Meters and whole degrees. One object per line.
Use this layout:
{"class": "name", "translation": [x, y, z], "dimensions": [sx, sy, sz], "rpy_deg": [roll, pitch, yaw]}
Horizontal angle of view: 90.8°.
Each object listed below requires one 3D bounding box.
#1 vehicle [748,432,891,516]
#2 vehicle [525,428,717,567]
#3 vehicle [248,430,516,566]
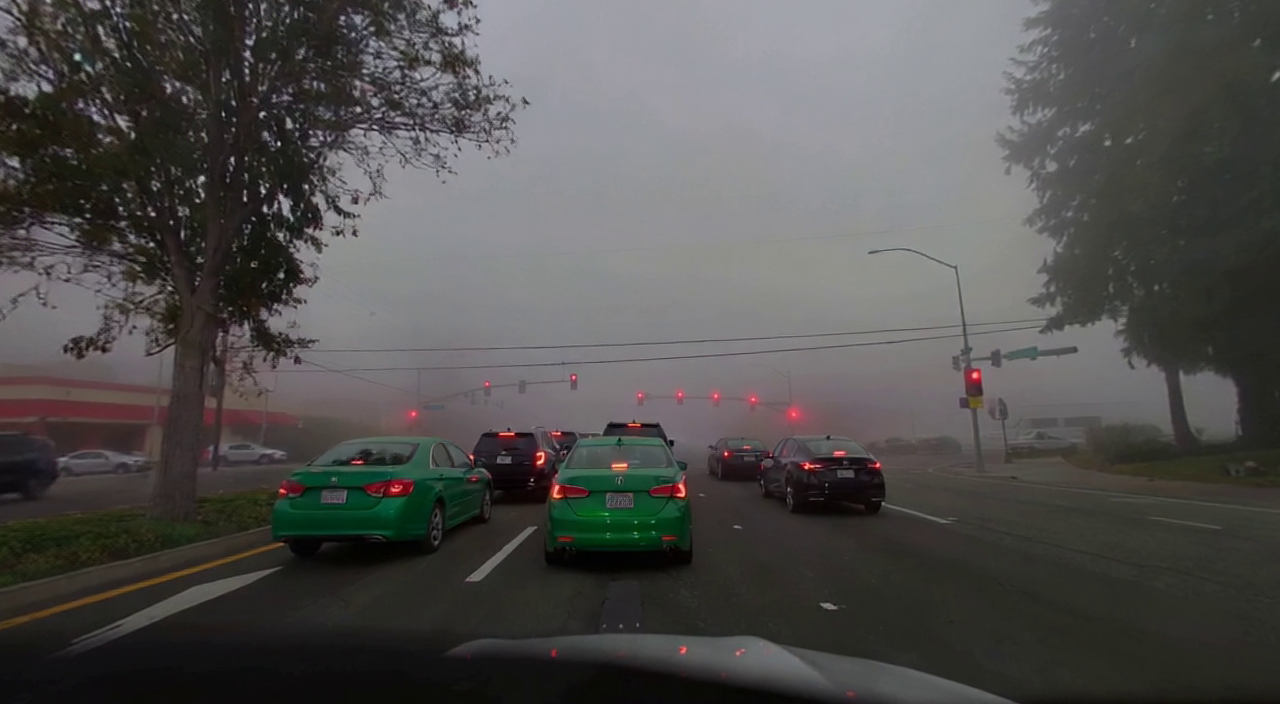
{"class": "vehicle", "translation": [3.541, 2.466, 13.275], "dimensions": [1.880, 1.476, 3.932], "rpy_deg": [0, -8, 1]}
{"class": "vehicle", "translation": [-0.214, 1.834, 8.708], "dimensions": [2.041, 1.450, 3.847], "rpy_deg": [0, -8, 0]}
{"class": "vehicle", "translation": [-3.208, 1.884, 8.944], "dimensions": [1.917, 1.441, 4.128], "rpy_deg": [-1, -8, 2]}
